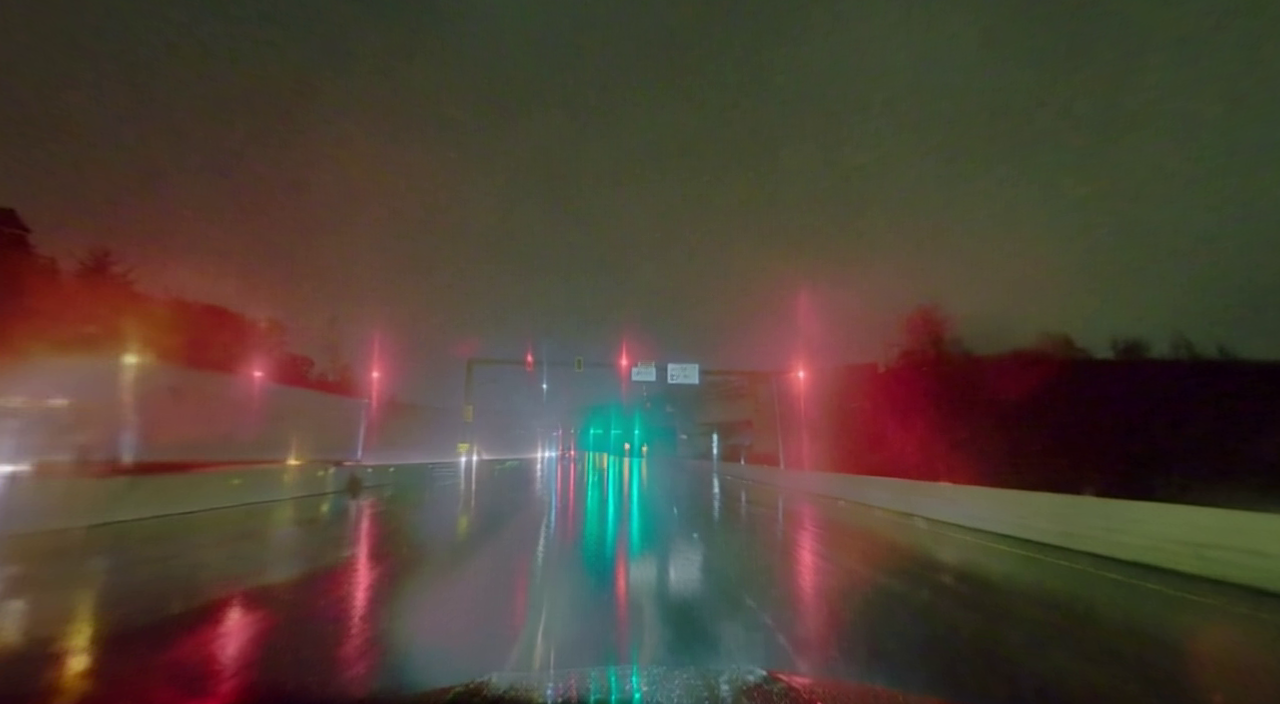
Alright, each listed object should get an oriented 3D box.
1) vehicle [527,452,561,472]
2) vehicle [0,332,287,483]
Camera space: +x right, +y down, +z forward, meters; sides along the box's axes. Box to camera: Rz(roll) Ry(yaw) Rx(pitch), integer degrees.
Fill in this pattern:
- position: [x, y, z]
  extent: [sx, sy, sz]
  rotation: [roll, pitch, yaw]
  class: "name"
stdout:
- position: [-7.415, 8.501, 49.119]
  extent: [2.012, 1.456, 4.309]
  rotation: [0, -9, -1]
  class: "vehicle"
- position: [-16.096, 2.129, 20.827]
  extent: [3.030, 3.757, 10.390]
  rotation: [0, -9, -2]
  class: "vehicle"
